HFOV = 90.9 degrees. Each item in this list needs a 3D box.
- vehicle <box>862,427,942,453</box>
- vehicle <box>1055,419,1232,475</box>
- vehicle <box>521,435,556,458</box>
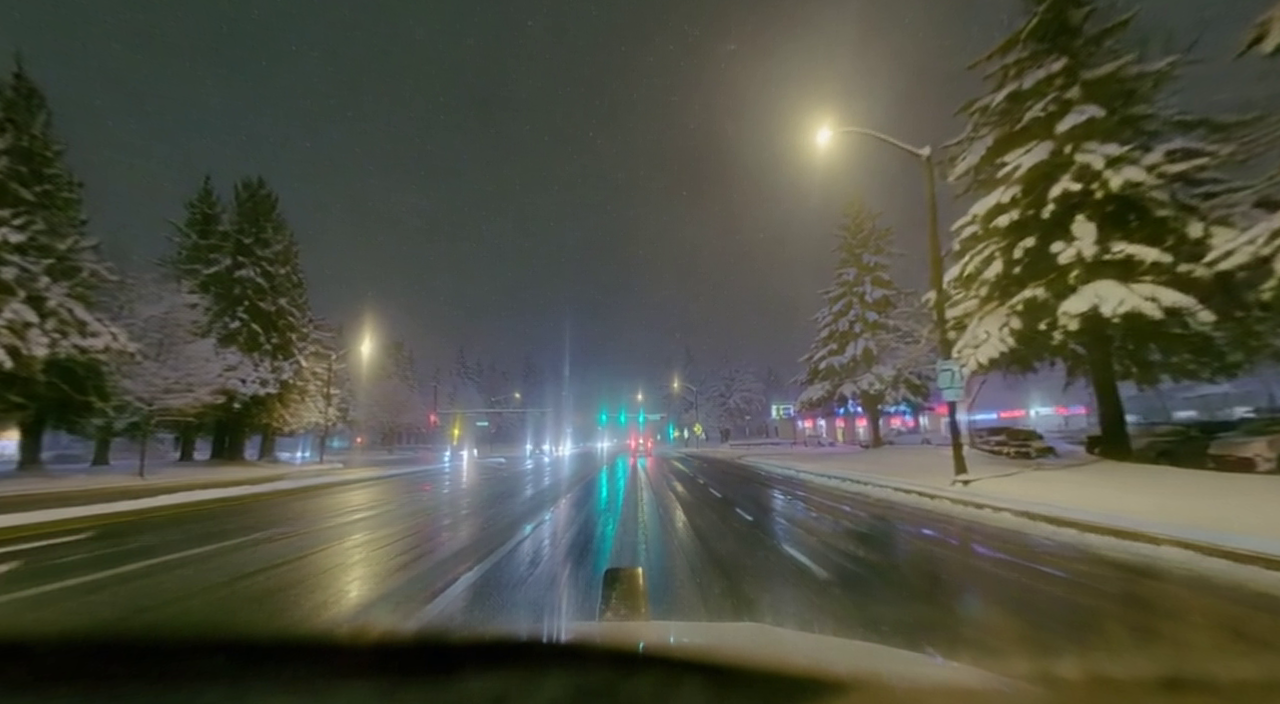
[{"bbox_3d":[17.526,5.898,42.332,4.498,1.671,1.887,-1,-8,3],"label":"vehicle"},{"bbox_3d":[17.085,3.231,21.553,4.362,1.455,1.816,-5,-7,1],"label":"vehicle"},{"bbox_3d":[-7.790,7.305,48.870,2.231,1.650,5.052,0,-8,-4],"label":"vehicle"}]
